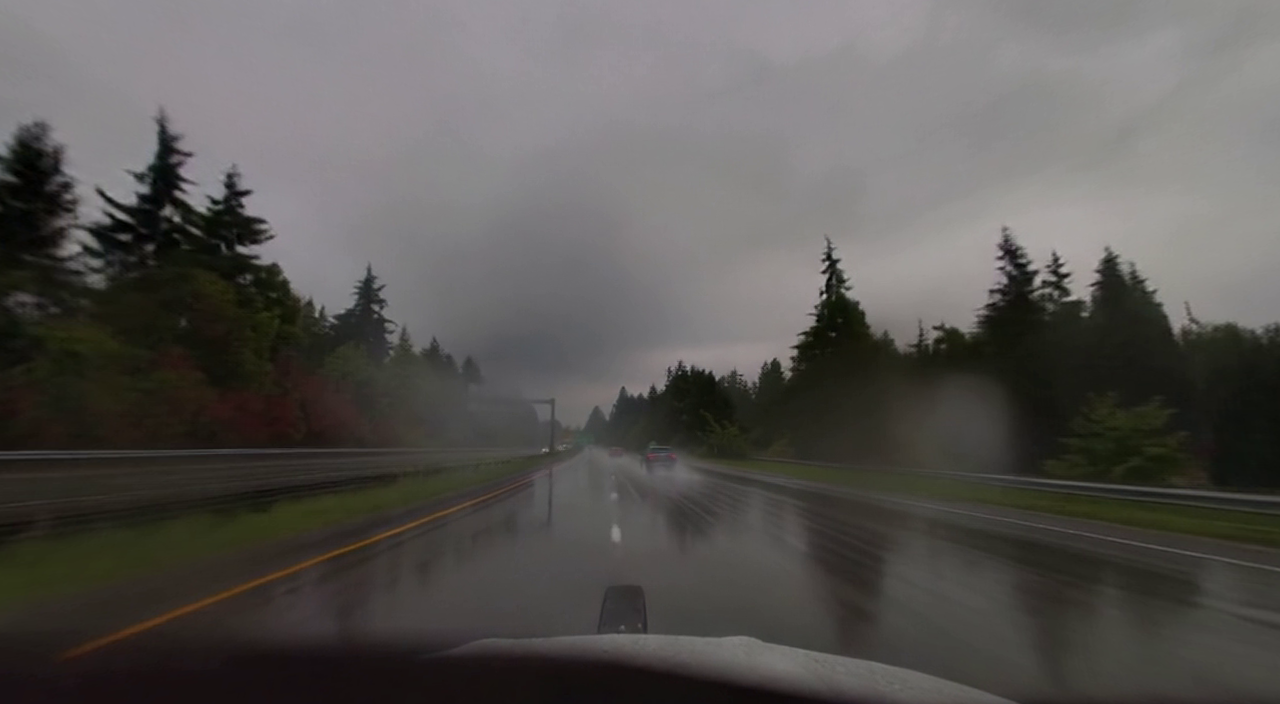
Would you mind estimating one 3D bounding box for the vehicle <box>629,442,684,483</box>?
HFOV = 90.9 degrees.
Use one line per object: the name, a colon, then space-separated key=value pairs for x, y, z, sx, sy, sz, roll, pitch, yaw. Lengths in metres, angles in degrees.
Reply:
vehicle: x=0.620 y=4.645 z=26.792 sx=2.011 sy=1.590 sz=3.607 roll=0 pitch=-9 yaw=-4
